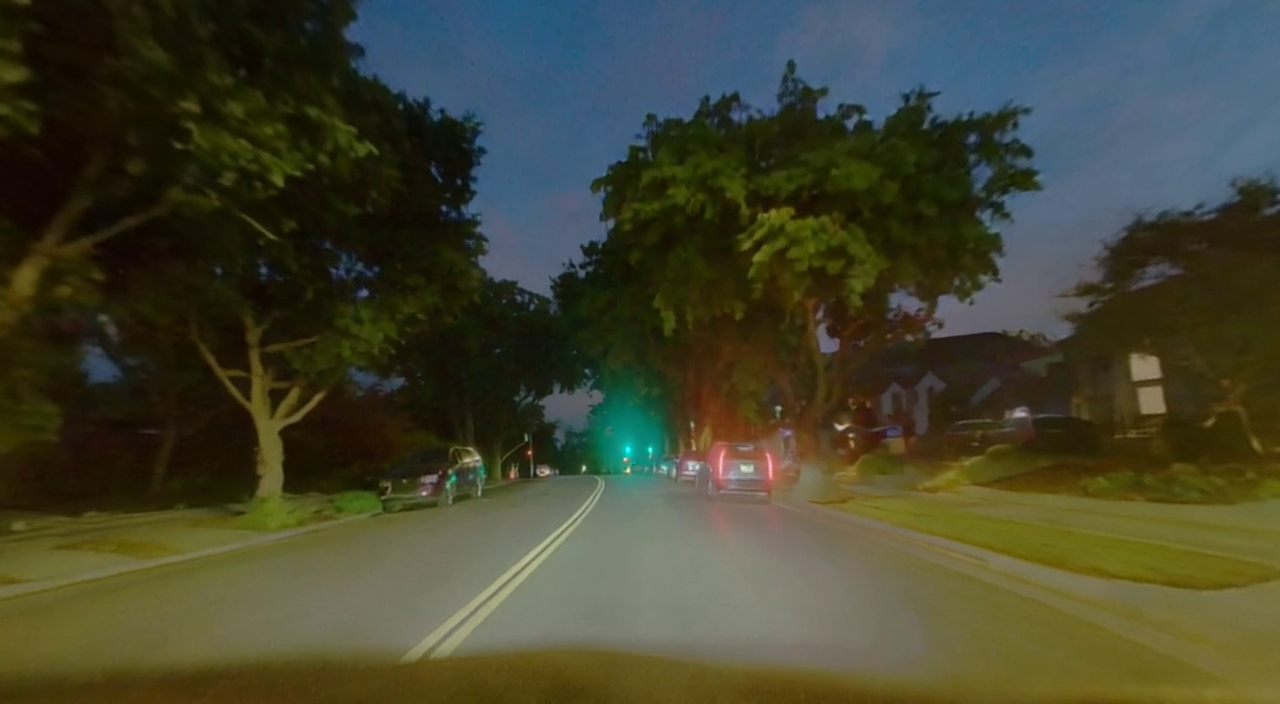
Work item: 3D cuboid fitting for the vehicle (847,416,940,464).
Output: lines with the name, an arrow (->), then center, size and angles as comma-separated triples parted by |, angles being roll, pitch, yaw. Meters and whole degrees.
vehicle -> 10.924, 3.769, 27.021 | 2.100, 1.857, 4.611 | -8, -11, 42

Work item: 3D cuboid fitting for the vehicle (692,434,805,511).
vehicle -> 2.820, 3.281, 17.719 | 2.229, 1.826, 4.611 | 0, -8, -1

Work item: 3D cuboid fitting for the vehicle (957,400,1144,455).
vehicle -> 13.272, 2.542, 20.772 | 4.639, 1.634, 2.005 | -3, -10, 15

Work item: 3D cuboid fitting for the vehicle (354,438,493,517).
vehicle -> -5.536, 3.208, 16.923 | 2.155, 1.729, 4.799 | -1, -7, -2

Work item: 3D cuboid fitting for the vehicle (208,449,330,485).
vehicle -> -16.290, 5.021, 27.784 | 4.527, 1.466, 1.880 | -3, -9, 14
